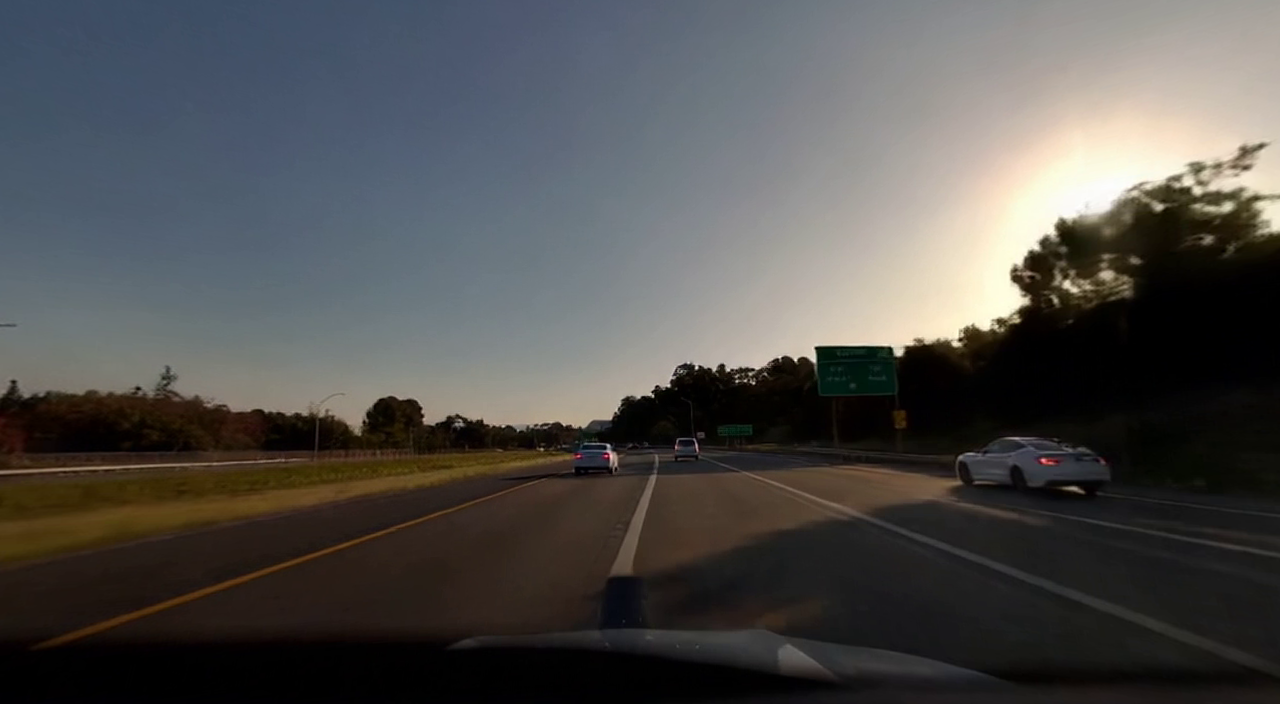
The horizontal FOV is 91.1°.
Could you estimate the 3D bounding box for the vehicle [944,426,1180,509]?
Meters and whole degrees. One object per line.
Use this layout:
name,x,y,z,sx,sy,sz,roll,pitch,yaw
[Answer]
vehicle,8.963,2.485,14.059,1.870,1.493,5.015,0,-8,1

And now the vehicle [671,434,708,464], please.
vehicle,3.005,6.014,38.998,2.063,1.698,4.355,0,-8,1

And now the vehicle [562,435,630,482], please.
vehicle,-1.513,3.876,23.200,2.050,1.546,4.344,-1,-8,2
